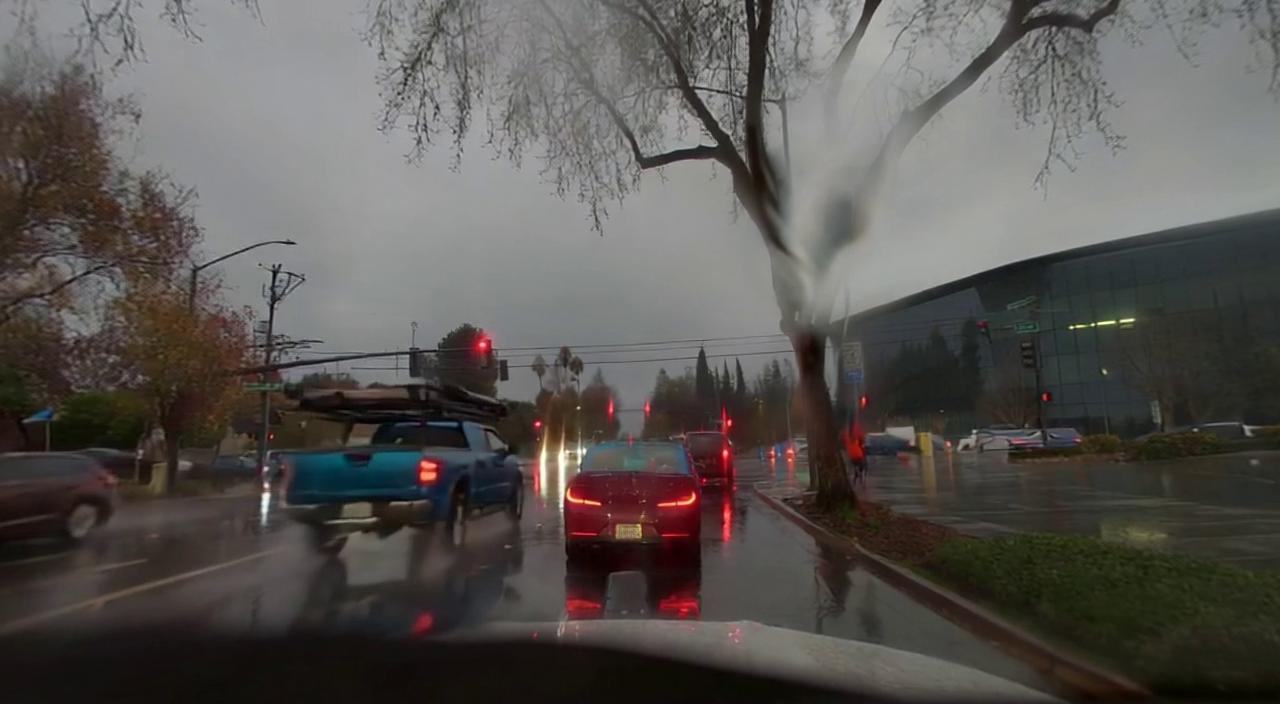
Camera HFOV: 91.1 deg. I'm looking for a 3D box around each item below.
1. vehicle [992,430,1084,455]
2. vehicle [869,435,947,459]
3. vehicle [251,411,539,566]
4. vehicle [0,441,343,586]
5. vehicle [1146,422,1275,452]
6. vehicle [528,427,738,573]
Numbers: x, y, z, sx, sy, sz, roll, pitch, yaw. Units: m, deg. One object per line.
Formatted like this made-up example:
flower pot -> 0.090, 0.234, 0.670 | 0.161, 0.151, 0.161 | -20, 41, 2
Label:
vehicle -> 23.815, 5.442, 37.748 | 4.454, 1.440, 1.816 | -5, -10, 30
vehicle -> 17.522, 6.213, 41.125 | 4.441, 1.452, 1.798 | -5, -10, 30
vehicle -> -3.307, 1.991, 10.041 | 2.273, 1.788, 5.258 | 0, -9, 2
vehicle -> -6.343, 2.057, 8.938 | 1.948, 1.530, 4.283 | 0, -9, 3
vehicle -> 30.536, 4.609, 33.793 | 4.739, 1.472, 1.804 | -5, -10, 30
vehicle -> -0.056, 1.862, 8.681 | 2.182, 1.501, 4.150 | 0, -9, 1
